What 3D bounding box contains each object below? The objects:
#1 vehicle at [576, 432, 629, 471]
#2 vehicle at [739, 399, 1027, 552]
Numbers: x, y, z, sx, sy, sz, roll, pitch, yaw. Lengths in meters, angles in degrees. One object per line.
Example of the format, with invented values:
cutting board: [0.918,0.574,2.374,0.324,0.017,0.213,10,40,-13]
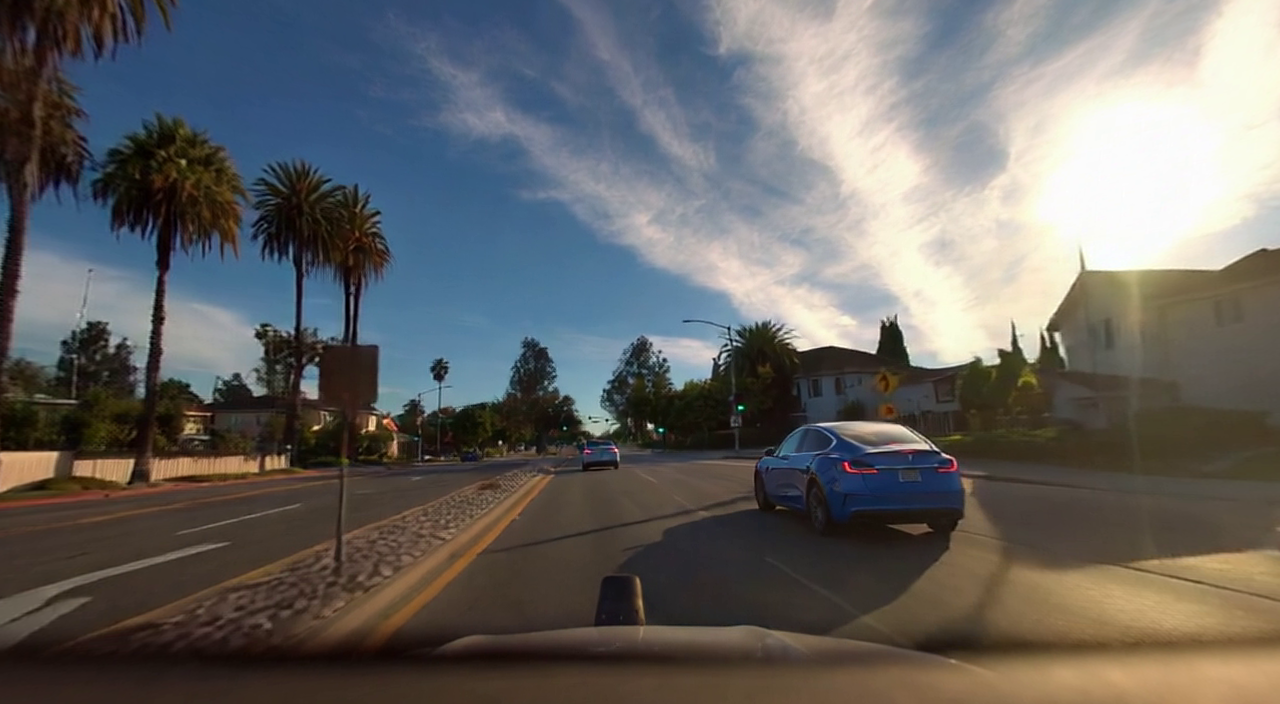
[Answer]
vehicle: [-1.854,4.753,30.406,2.341,1.709,4.466,0,-9,-5]
vehicle: [3.349,1.856,10.210,2.205,1.803,5.135,1,-9,-5]
